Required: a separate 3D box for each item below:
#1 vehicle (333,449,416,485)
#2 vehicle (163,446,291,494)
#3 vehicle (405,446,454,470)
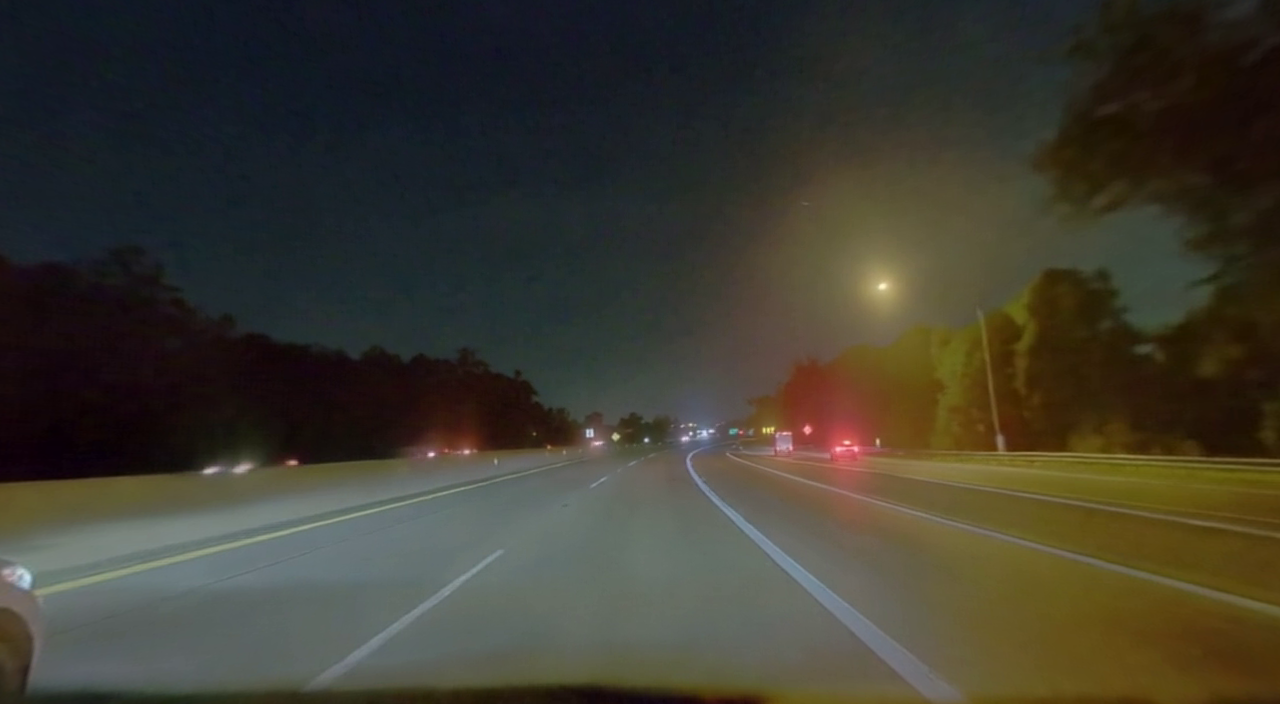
[{"bbox_3d":[-11.969,5.201,28.681,1.934,1.465,3.798,-1,-8,3],"label":"vehicle"},{"bbox_3d":[-16.151,4.591,24.945,2.038,1.667,4.222,-1,-8,3],"label":"vehicle"},{"bbox_3d":[-15.382,7.733,46.155,1.905,1.670,4.244,-1,-8,3],"label":"vehicle"}]
